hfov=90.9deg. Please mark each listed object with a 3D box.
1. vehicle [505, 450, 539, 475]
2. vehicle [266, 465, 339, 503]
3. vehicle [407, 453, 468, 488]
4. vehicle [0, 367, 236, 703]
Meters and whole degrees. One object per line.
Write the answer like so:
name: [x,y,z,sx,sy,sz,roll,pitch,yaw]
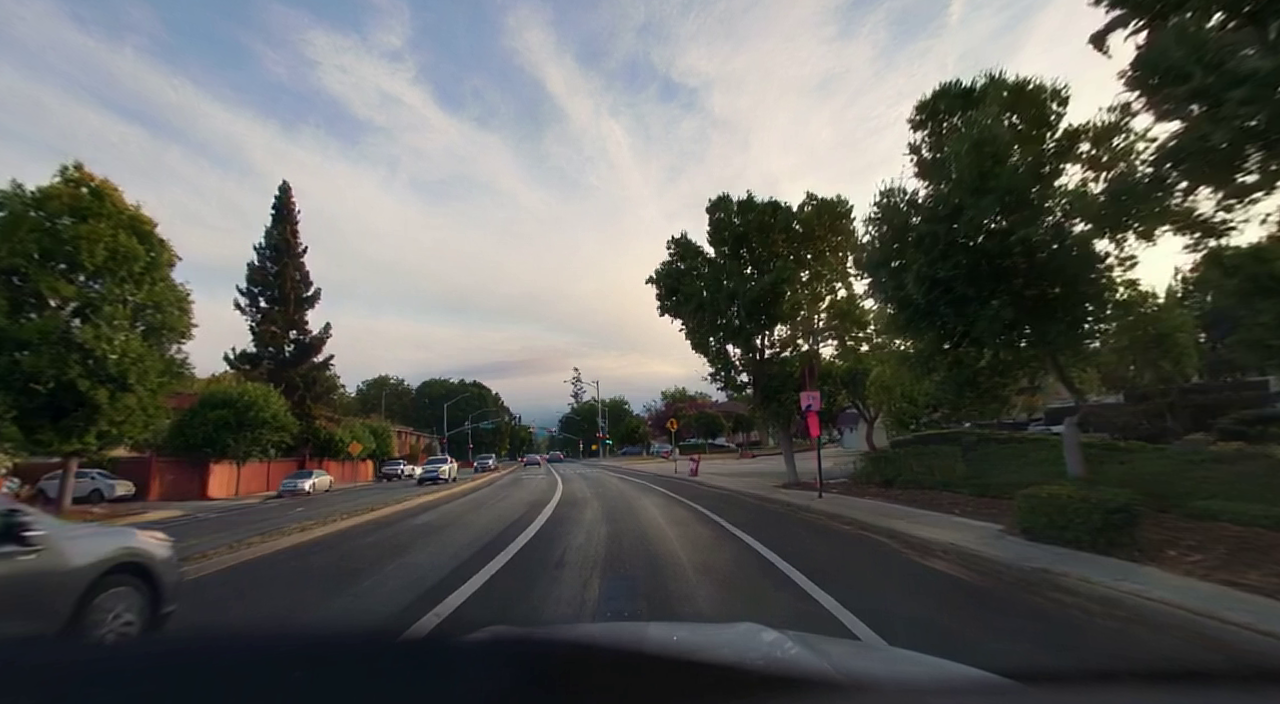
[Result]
vehicle: [-7.864,7.355,42.329,2.060,1.530,4.121,1,-9,-8]
vehicle: [-17.022,6.618,31.992,1.845,1.428,4.597,-4,-7,-10]
vehicle: [-9.755,5.707,30.686,1.915,1.486,4.349,1,-9,-6]
vehicle: [-3.736,0.794,1.757,2.084,1.701,4.734,0,-8,-1]
